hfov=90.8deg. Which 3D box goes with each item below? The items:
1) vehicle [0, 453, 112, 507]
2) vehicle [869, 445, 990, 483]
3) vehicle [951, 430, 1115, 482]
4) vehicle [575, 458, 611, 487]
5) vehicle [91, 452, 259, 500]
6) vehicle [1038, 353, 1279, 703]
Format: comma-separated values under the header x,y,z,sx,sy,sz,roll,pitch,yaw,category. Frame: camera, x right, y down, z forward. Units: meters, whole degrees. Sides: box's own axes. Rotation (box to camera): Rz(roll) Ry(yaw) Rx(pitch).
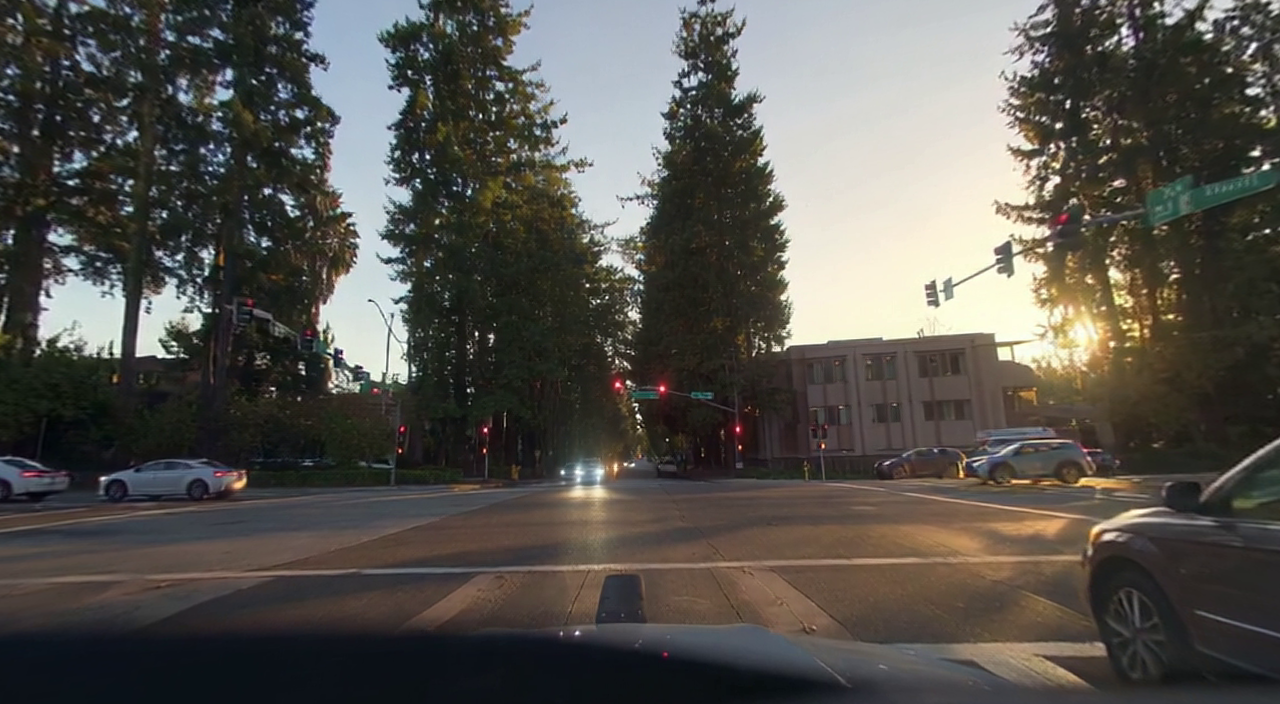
x,y,z,sx,sy,sz,roll,pitch,yaw,category
-22.065,4.468,22.293,4.748,1.727,2.325,0,-9,1,vehicle
15.552,6.023,34.201,5.220,1.897,2.596,0,-9,0,vehicle
18.985,5.051,30.841,6.109,2.348,2.683,0,-9,0,vehicle
-3.181,7.970,42.091,2.162,1.740,4.728,1,-9,-7,vehicle
-18.735,5.030,25.703,4.798,1.763,2.536,-1,-10,0,vehicle
3.745,0.819,2.311,2.227,1.705,4.719,-2,-9,11,vehicle
